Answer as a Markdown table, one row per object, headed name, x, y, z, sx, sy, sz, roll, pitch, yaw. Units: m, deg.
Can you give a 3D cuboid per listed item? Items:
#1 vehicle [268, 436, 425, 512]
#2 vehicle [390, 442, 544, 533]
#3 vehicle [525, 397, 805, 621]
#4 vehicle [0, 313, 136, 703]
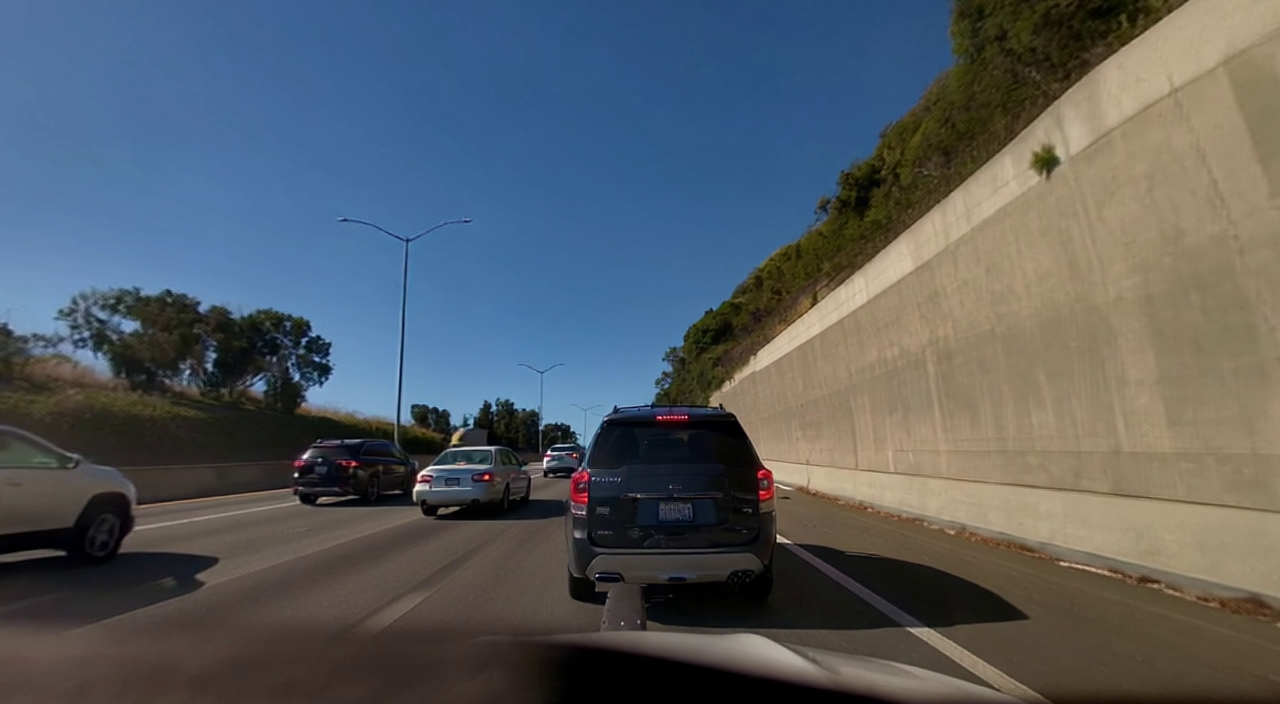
| name | x | y | z | sx | sy | sz | roll | pitch | yaw |
| --- | --- | --- | --- | --- | --- | --- | --- | --- | --- |
| vehicle | -7.510 | 3.157 | 16.776 | 1.986 | 1.700 | 4.558 | 0 | -9 | 0 |
| vehicle | -3.229 | 2.596 | 12.679 | 1.917 | 1.506 | 3.949 | 0 | -9 | 1 |
| vehicle | 0.159 | 1.653 | 7.735 | 2.210 | 1.760 | 5.303 | 0 | -9 | -1 |
| vehicle | -3.531 | 0.517 | 0.588 | 2.085 | 1.893 | 4.880 | 0 | -9 | -1 |
